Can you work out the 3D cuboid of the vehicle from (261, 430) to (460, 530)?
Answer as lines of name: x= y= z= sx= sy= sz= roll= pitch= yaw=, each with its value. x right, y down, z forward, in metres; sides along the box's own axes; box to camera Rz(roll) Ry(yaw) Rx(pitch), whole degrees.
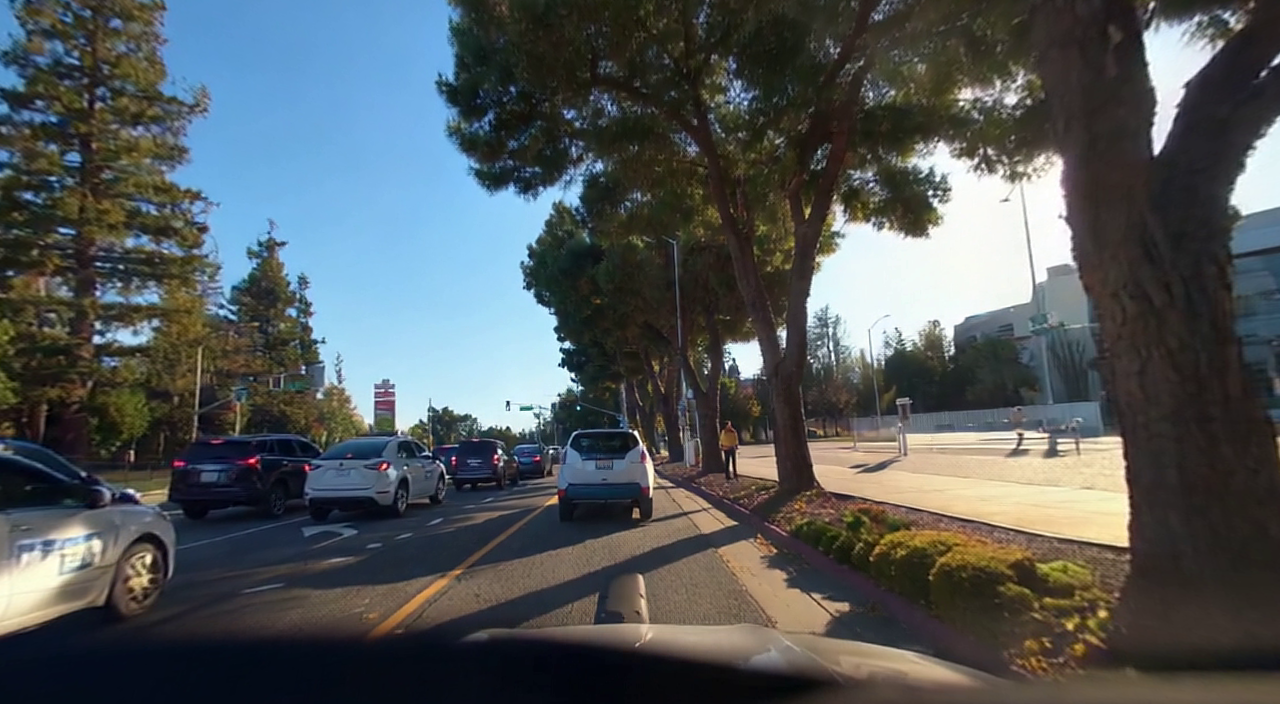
vehicle: x=-5.399 y=2.519 z=13.034 sx=2.010 sy=1.674 sz=4.484 roll=0 pitch=-9 yaw=1

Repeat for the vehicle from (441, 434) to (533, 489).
vehicle: x=-5.408 y=3.930 z=23.027 sx=2.188 sy=1.774 sz=4.477 roll=0 pitch=-9 yaw=1

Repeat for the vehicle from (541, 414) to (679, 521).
vehicle: x=-0.568 y=2.312 z=13.097 sx=2.368 sy=1.829 sz=4.293 roll=0 pitch=-9 yaw=-2

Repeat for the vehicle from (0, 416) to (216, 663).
vehicle: x=-5.267 y=1.243 z=4.166 sx=2.069 sy=1.616 sz=4.108 roll=0 pitch=-9 yaw=0
